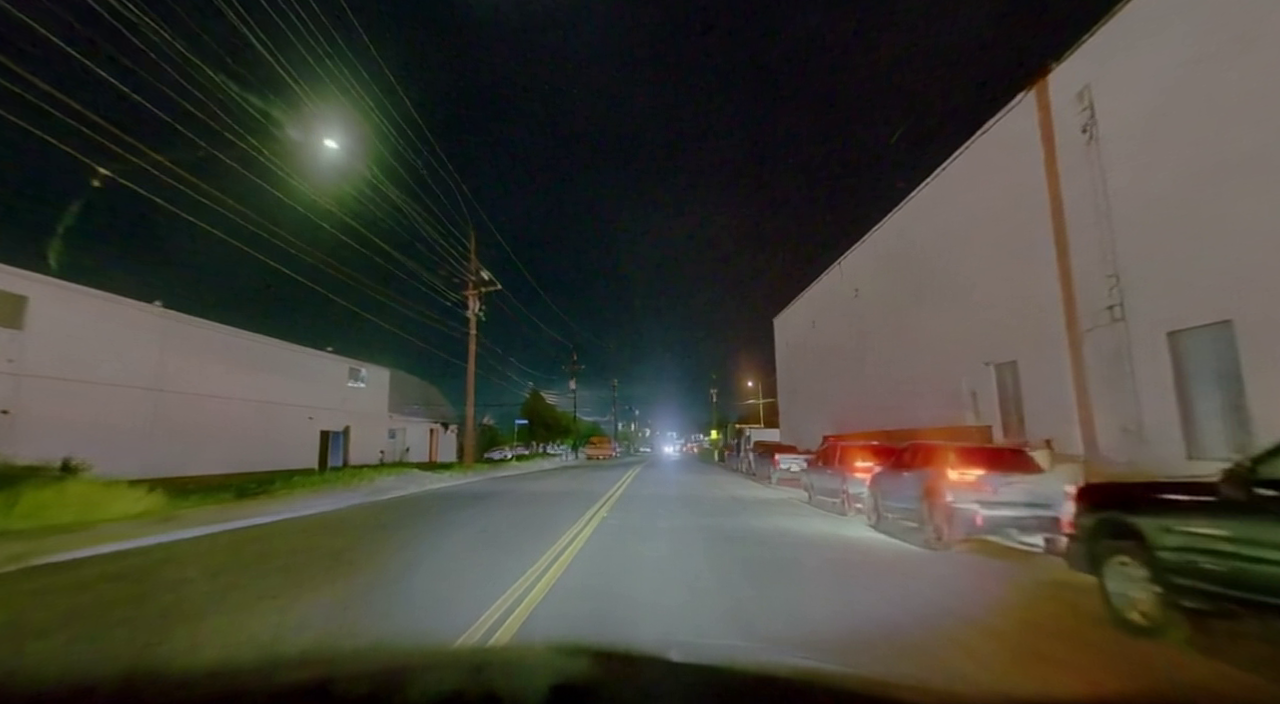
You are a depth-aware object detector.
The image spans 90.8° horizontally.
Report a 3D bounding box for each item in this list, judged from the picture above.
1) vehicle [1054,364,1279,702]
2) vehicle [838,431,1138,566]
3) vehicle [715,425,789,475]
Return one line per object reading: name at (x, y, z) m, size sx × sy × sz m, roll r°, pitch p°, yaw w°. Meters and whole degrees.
vehicle at (4.392, 0.807, 2.338) m, size 2.009 × 1.776 × 5.440 m, roll 0°, pitch -8°, yaw 0°
vehicle at (4.557, 1.956, 9.332) m, size 1.878 × 1.455 × 4.671 m, roll -1°, pitch -8°, yaw 2°
vehicle at (4.932, 4.434, 28.768) m, size 2.425 × 1.977 × 5.915 m, roll -1°, pitch -8°, yaw 2°
